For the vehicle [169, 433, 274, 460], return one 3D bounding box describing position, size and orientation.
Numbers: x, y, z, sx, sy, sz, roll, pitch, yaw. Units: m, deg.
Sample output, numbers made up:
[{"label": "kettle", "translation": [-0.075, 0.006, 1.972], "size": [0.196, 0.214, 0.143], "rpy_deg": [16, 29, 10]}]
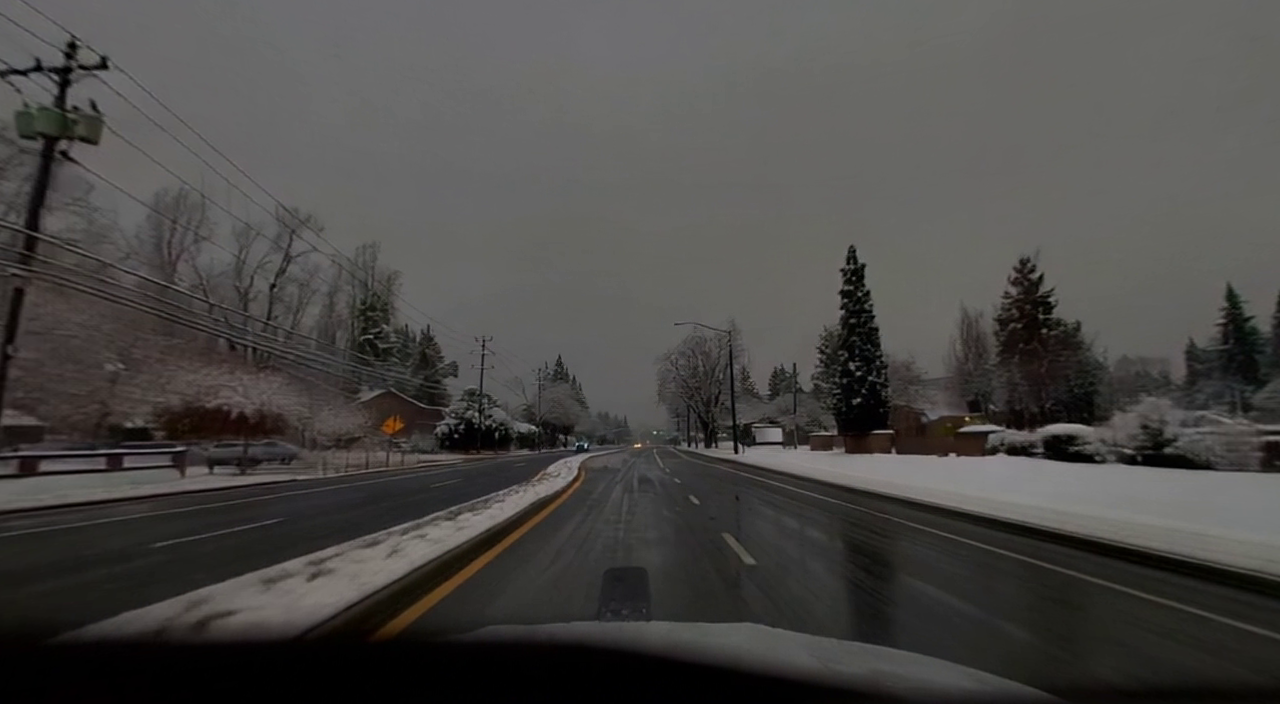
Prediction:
[{"label": "vehicle", "translation": [-22.745, 5.137, 34.345], "size": [4.265, 1.393, 2.071], "rpy_deg": [0, -8, 3]}]
